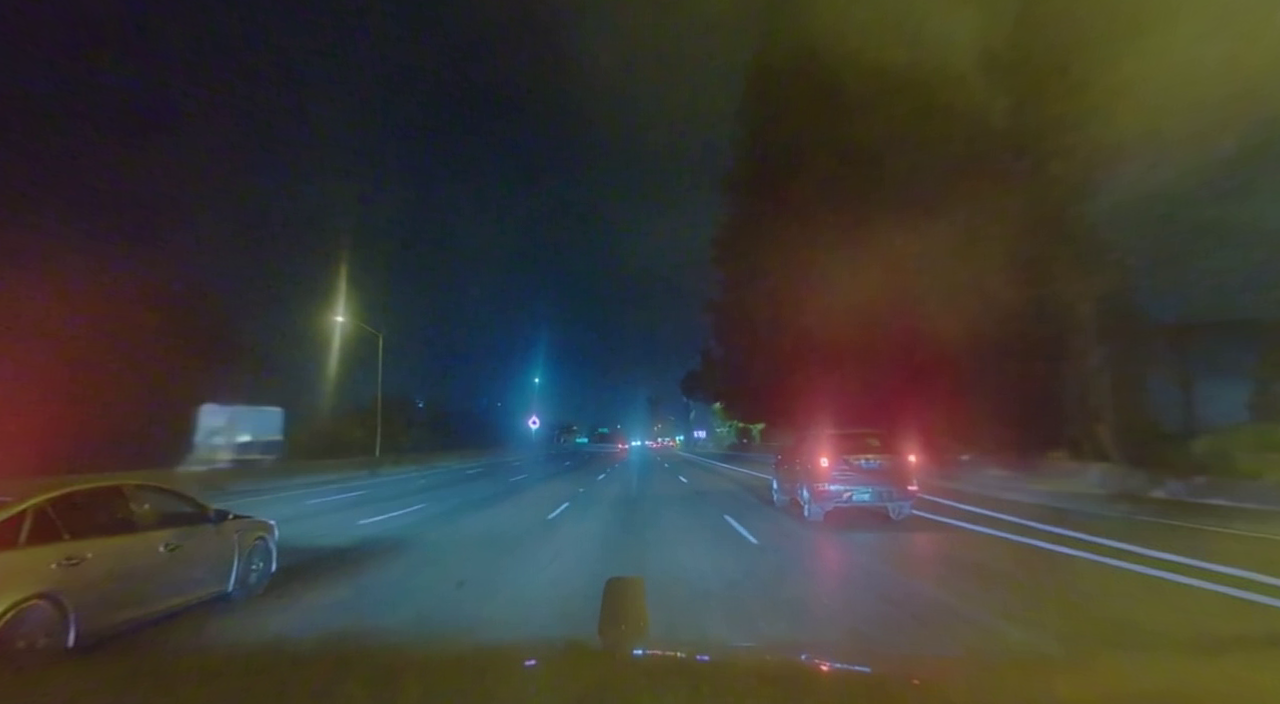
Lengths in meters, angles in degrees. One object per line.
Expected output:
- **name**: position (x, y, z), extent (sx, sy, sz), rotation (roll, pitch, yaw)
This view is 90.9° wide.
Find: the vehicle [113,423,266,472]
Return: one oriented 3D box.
- **vehicle**: position (-15.318, 3.298, 21.813), extent (1.924, 1.471, 4.419), rotation (-1, -8, 2)
